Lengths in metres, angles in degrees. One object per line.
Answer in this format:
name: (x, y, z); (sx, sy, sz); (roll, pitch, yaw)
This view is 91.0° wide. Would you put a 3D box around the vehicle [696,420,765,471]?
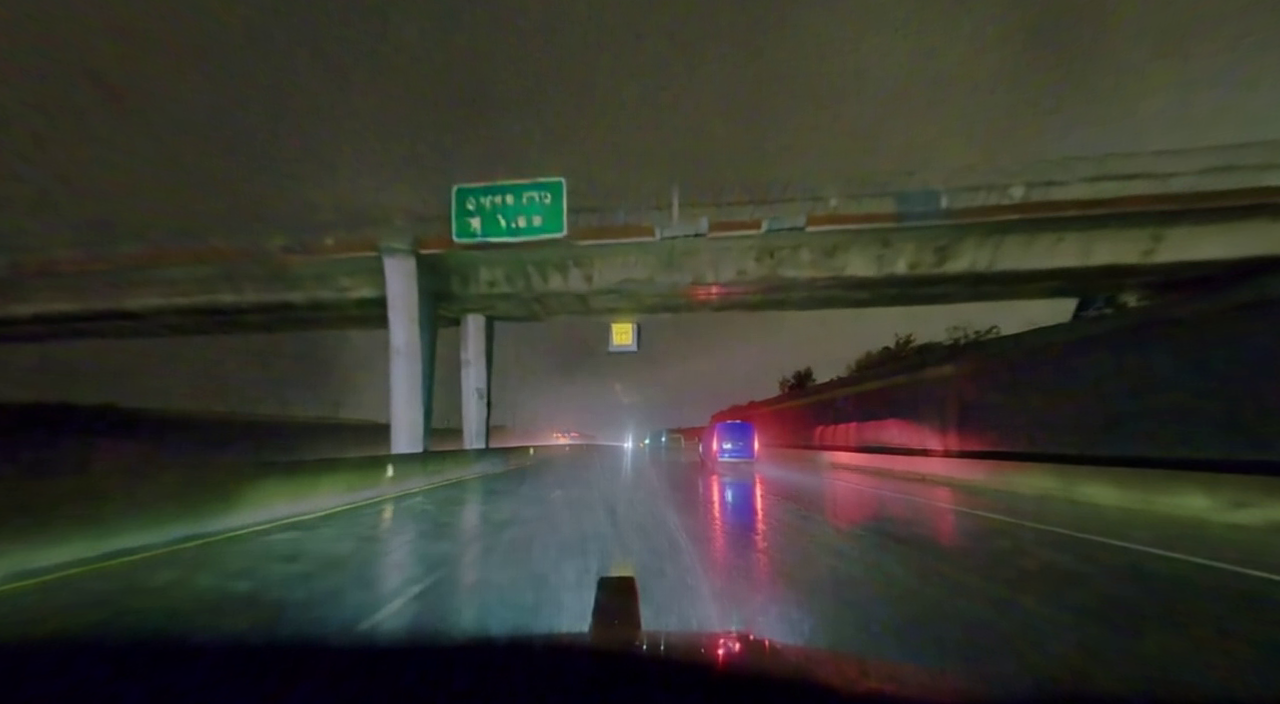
vehicle: (3.772, 4.018, 27.211); (2.161, 2.002, 4.631); (0, -8, -2)
